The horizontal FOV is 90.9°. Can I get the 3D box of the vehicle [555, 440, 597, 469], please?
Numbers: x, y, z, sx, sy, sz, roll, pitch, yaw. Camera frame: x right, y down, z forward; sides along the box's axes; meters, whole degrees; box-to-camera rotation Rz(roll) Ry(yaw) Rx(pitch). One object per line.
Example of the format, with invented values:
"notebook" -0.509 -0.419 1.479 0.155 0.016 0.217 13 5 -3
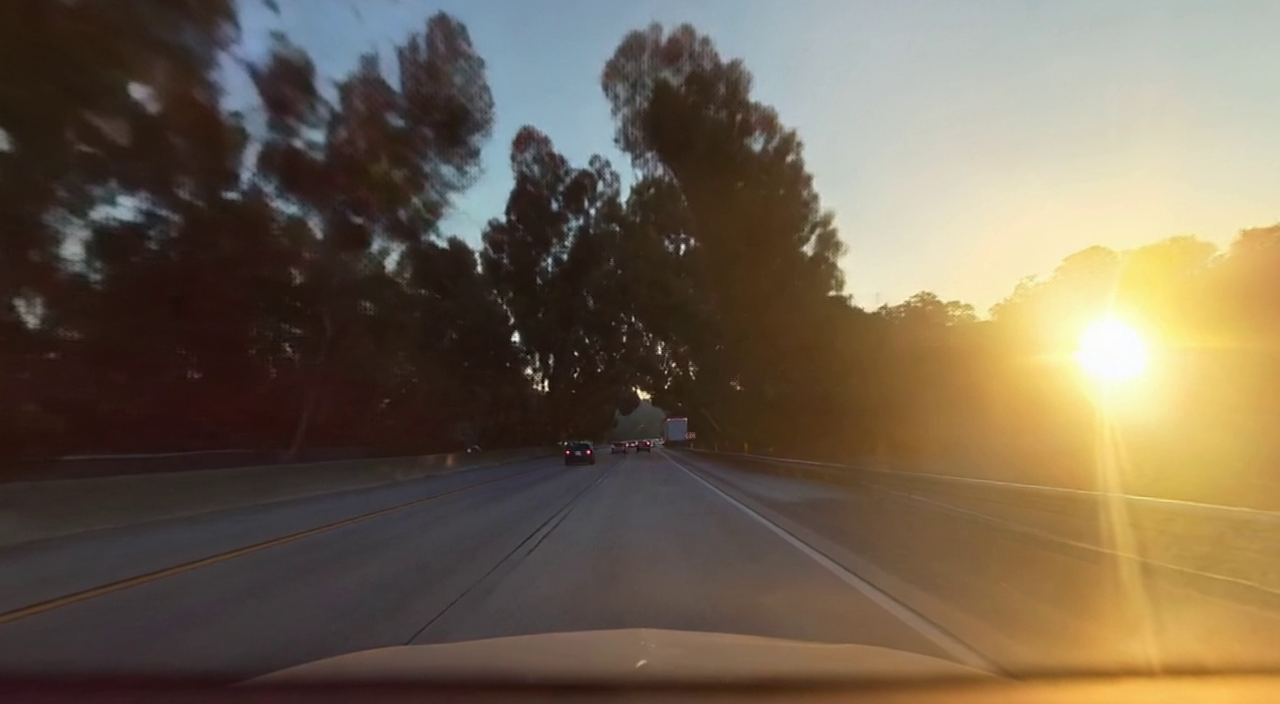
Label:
"vehicle" -3.665 5.976 36.882 2.025 1.571 3.662 0 -9 1
